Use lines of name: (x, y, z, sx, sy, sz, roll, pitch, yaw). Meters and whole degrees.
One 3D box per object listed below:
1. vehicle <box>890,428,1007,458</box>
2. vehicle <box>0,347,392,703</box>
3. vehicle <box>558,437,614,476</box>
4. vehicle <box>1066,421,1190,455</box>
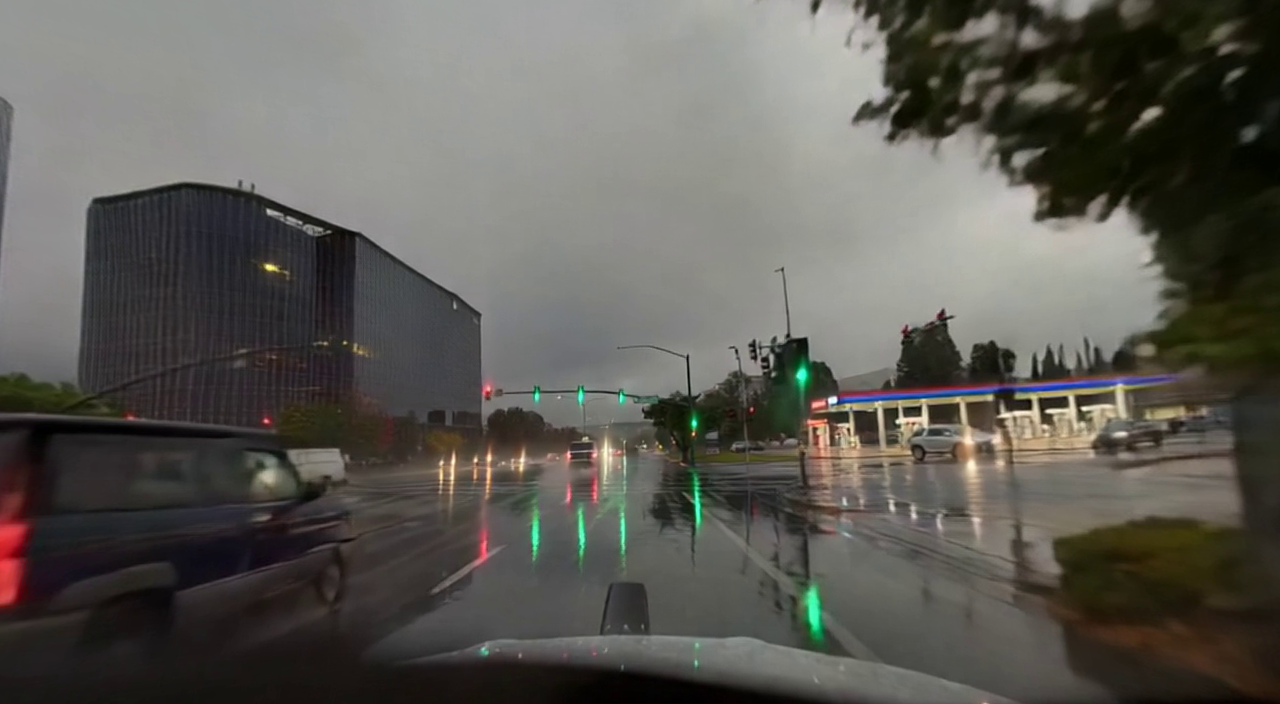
vehicle: (17.395, 5.190, 35.897, 5.708, 1.585, 2.070, -4, -8, 20)
vehicle: (-3.402, 1.049, 3.550, 2.183, 1.731, 4.338, -1, -8, 1)
vehicle: (-3.081, 6.160, 37.546, 2.602, 2.091, 6.347, -1, -8, 1)
vehicle: (25.507, 4.526, 33.135, 4.700, 1.579, 1.823, -5, -8, 19)
